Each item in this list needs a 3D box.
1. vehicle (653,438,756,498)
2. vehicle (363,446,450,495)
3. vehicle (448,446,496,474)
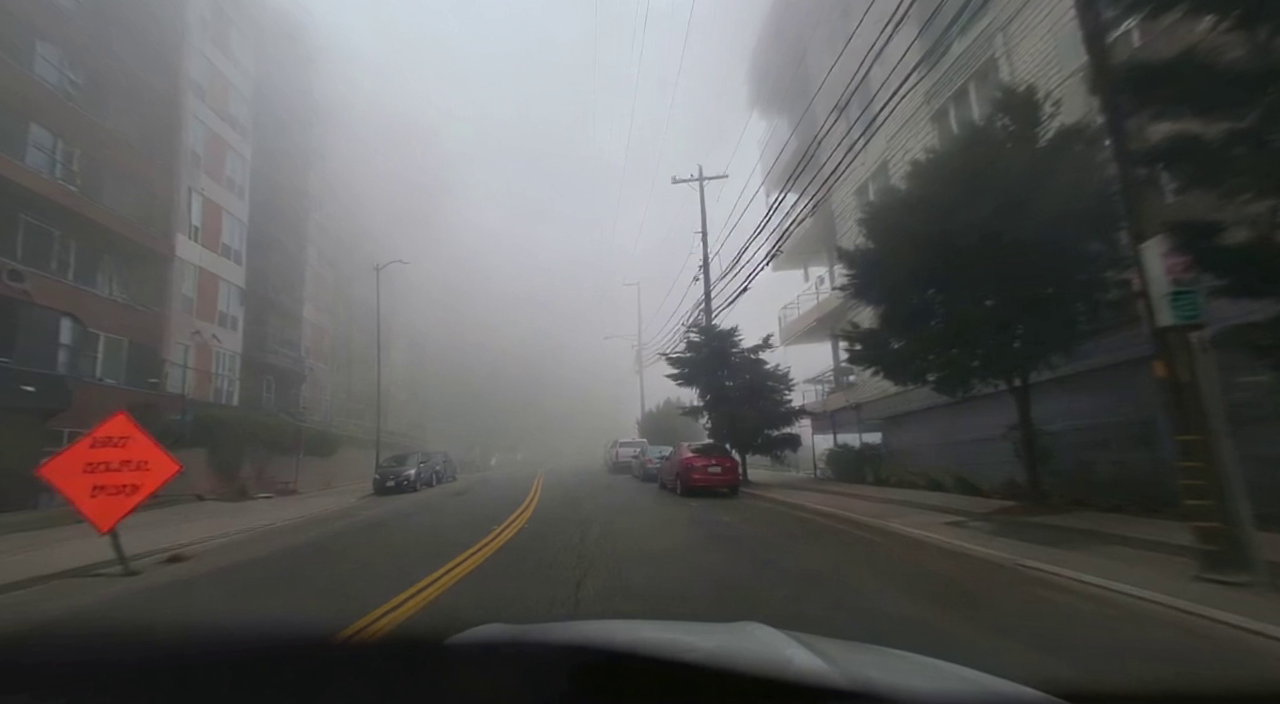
[{"bbox_3d":[1.795,3.478,19.347,1.976,1.588,4.968,1,-9,-8],"label":"vehicle"},{"bbox_3d":[-8.937,4.616,24.552,1.996,1.578,4.806,-3,-11,-5],"label":"vehicle"},{"bbox_3d":[-11.860,7.639,44.863,2.194,1.861,5.725,1,-9,-4],"label":"vehicle"}]
